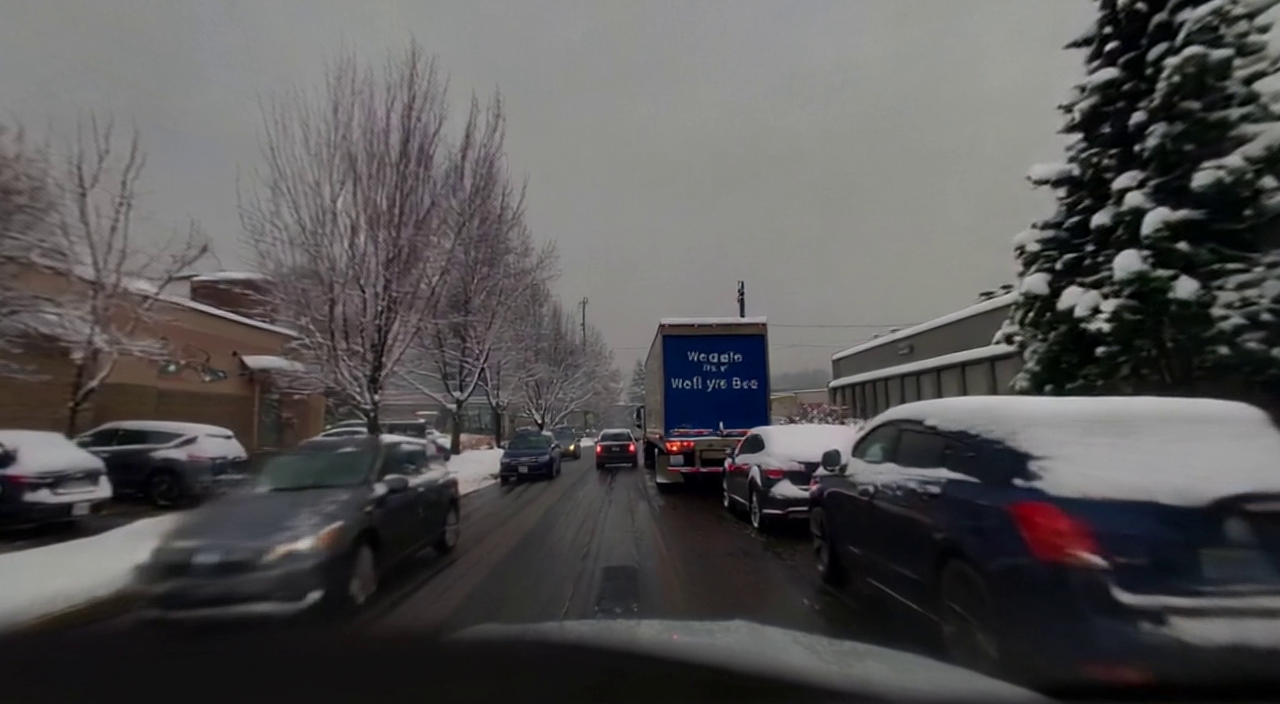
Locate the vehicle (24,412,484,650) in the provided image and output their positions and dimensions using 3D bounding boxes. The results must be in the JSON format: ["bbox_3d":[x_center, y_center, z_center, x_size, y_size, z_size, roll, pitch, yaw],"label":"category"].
[{"bbox_3d":[-2.942,1.408,6.064,1.989,1.481,4.008,0,-8,-2],"label":"vehicle"}]

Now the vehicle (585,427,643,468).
[{"bbox_3d":[-0.972,3.818,25.306,2.160,1.498,3.909,0,-8,0],"label":"vehicle"}]

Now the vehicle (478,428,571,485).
[{"bbox_3d":[-3.331,3.097,19.070,2.033,1.508,4.298,0,-8,-1],"label":"vehicle"}]

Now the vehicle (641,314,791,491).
[{"bbox_3d":[1.760,2.124,21.888,2.865,4.113,14.471,0,-8,-2],"label":"vehicle"}]

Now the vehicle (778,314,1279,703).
[{"bbox_3d":[2.398,0.999,4.049,1.875,1.674,4.231,0,-8,-3],"label":"vehicle"}]
